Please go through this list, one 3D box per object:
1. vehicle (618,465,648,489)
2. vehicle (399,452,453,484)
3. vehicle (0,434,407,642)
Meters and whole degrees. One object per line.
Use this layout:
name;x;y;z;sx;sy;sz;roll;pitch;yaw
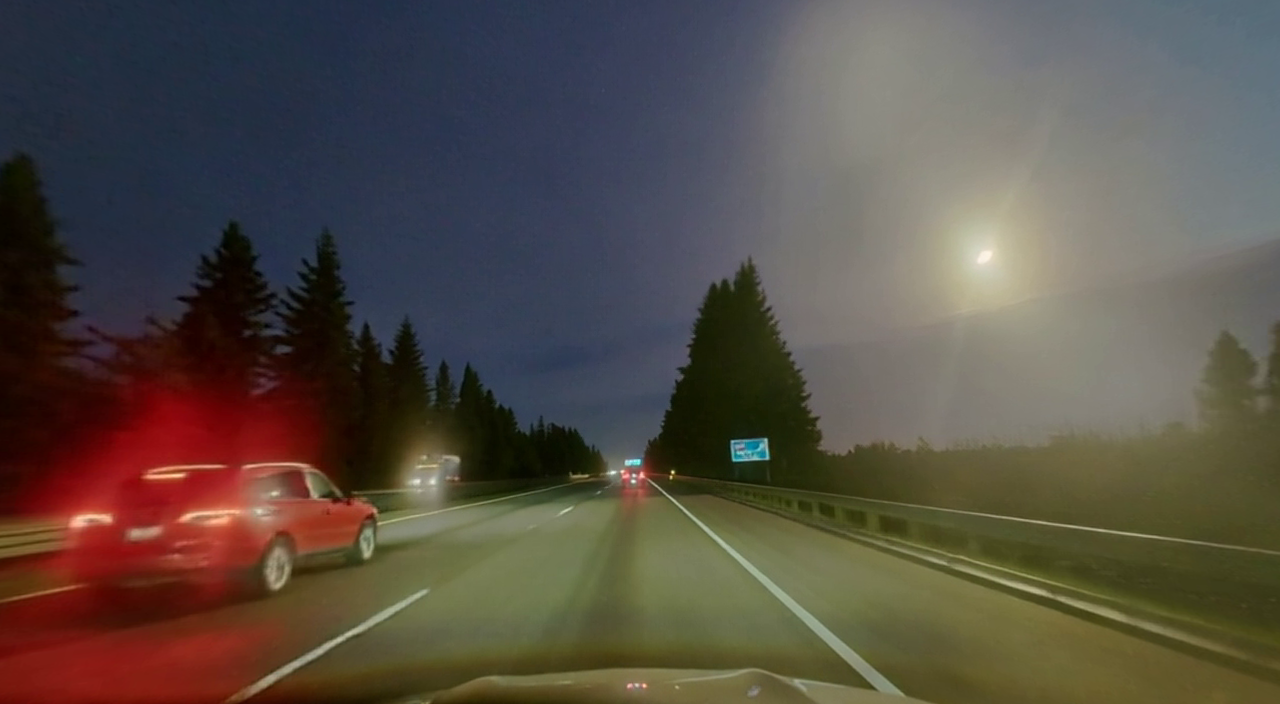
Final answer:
vehicle;-0.541;9.466;47.795;2.107;1.668;4.554;1;-11;-1
vehicle;-16.837;9.179;49.836;2.216;2.293;5.474;1;-11;1
vehicle;-4.413;1.773;6.873;2.003;1.479;4.363;1;-11;0
